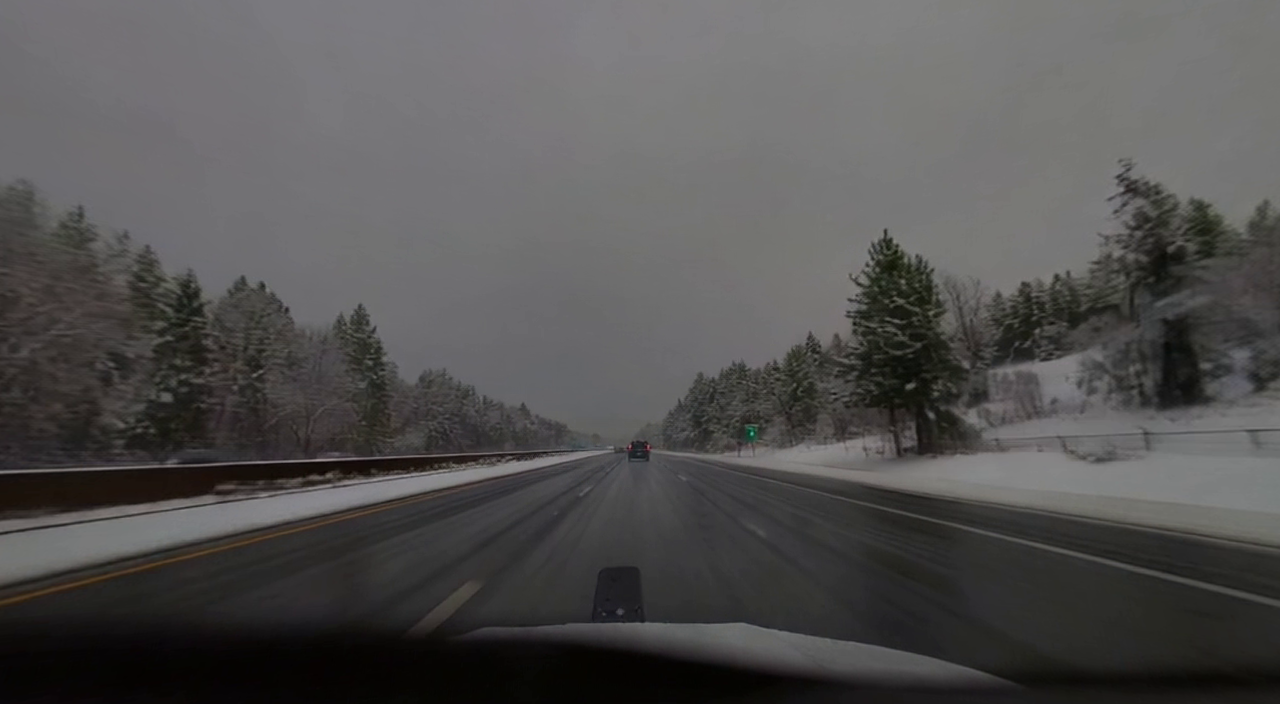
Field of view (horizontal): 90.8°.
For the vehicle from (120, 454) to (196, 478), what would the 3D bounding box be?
[{"bbox_3d":[-32.145,7.576,42.288,1.778,1.470,4.225,0,-9,0],"label":"vehicle"}]
